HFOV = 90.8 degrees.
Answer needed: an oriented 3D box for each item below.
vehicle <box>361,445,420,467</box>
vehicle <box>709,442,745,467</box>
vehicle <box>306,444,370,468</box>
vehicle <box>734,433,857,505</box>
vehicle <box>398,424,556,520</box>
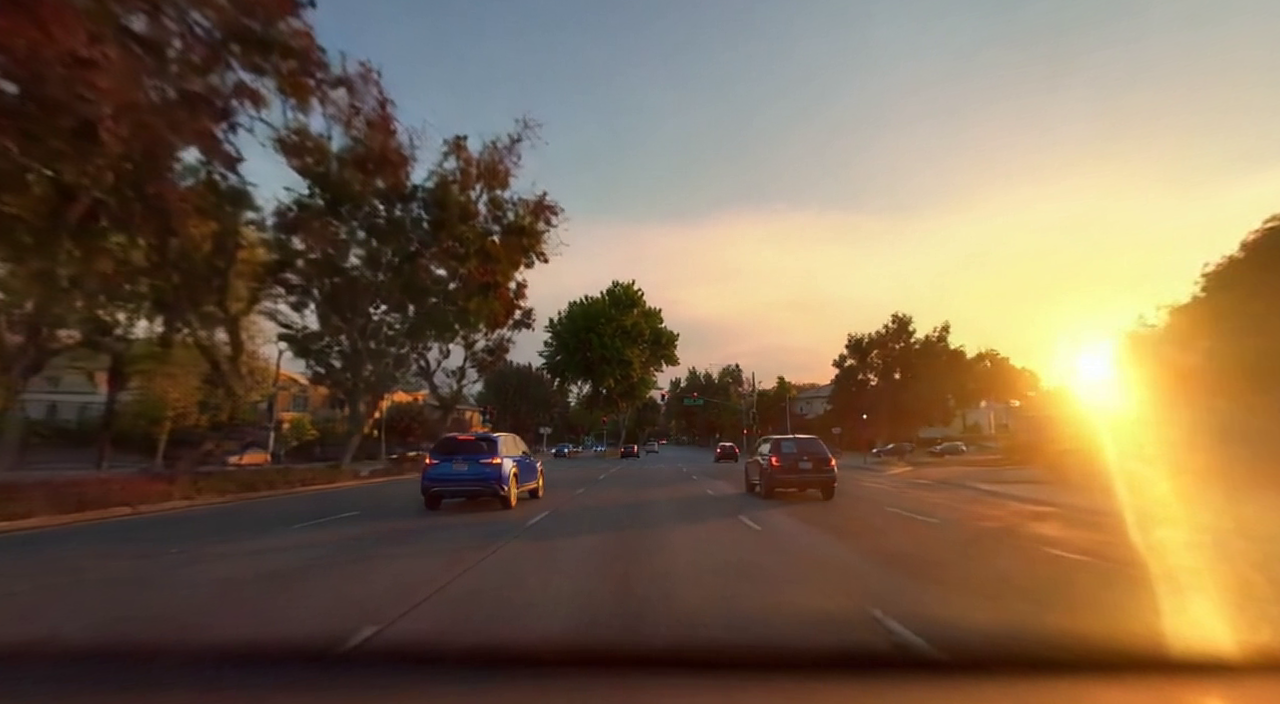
[{"bbox_3d":[-17.878,7.487,45.529,1.997,1.471,4.772,-1,-8,4],"label":"vehicle"},{"bbox_3d":[6.136,7.232,44.924,2.169,1.669,4.037,-1,-8,3],"label":"vehicle"},{"bbox_3d":[-21.939,7.540,46.120,2.244,1.670,4.353,-1,-8,4],"label":"vehicle"},{"bbox_3d":[3.982,3.063,17.055,2.132,1.659,4.387,0,-8,-1],"label":"vehicle"},{"bbox_3d":[-3.211,2.485,13.610,2.045,1.688,4.632,-1,-8,2],"label":"vehicle"}]
